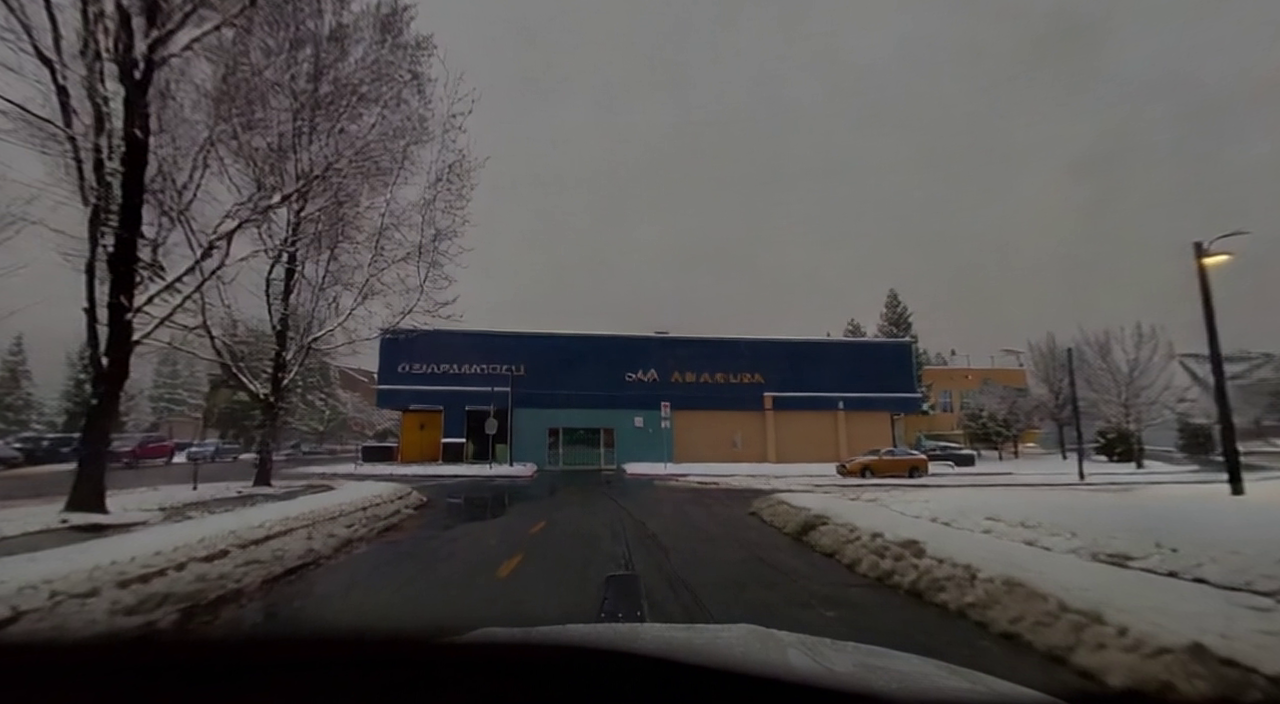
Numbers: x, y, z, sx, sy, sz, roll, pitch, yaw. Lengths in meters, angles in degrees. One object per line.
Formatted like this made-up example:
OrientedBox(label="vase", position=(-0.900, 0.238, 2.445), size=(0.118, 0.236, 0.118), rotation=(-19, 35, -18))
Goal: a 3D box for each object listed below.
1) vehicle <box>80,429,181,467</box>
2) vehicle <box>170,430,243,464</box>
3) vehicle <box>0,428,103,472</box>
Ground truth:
OrientedBox(label="vehicle", position=(-23.513, 4.519, 29.257), size=(1.675, 1.587, 3.980), rotation=(-1, -11, -6))
OrientedBox(label="vehicle", position=(-26.795, 5.831, 39.049), size=(1.870, 1.563, 4.039), rotation=(7, -4, -7))
OrientedBox(label="vehicle", position=(-23.124, 3.733, 24.118), size=(1.838, 1.518, 4.074), rotation=(0, -7, -7))
